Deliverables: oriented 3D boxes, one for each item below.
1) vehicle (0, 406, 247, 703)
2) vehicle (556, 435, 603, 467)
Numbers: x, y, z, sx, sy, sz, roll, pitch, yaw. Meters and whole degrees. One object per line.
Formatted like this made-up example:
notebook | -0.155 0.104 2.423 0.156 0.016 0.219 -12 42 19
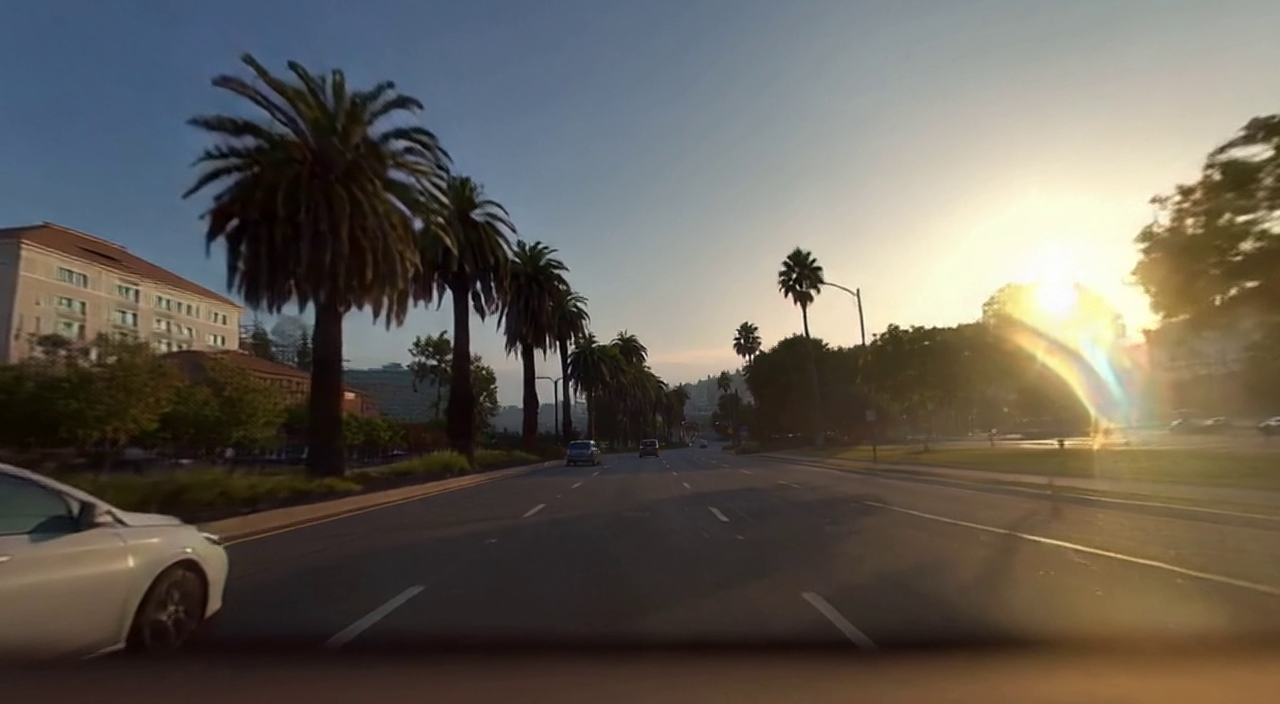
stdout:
vehicle | -3.560 0.827 1.573 2.036 1.478 4.771 0 -8 0
vehicle | -3.611 6.035 38.385 2.188 1.819 4.667 0 -8 3
